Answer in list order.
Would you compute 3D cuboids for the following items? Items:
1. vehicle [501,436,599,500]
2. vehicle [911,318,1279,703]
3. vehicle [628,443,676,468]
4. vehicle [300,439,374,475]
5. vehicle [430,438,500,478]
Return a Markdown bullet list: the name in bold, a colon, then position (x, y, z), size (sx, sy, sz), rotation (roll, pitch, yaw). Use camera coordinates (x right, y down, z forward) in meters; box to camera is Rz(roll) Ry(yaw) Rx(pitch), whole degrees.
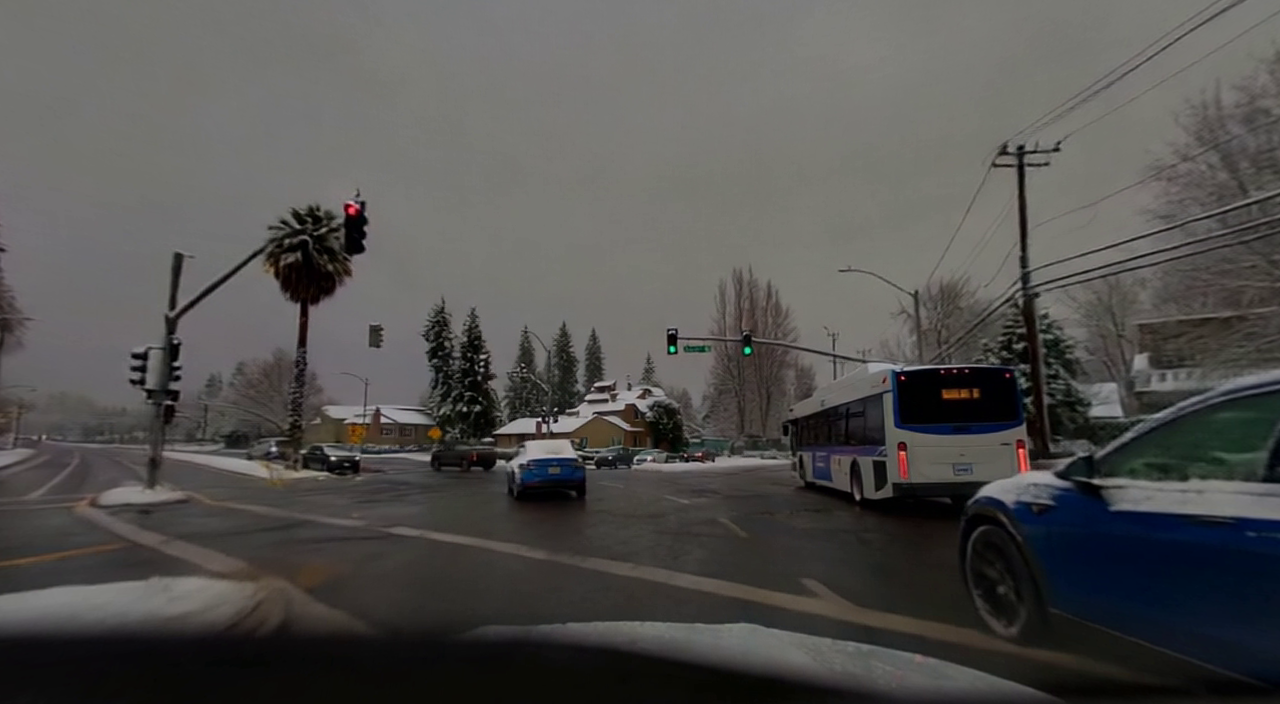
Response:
- **vehicle**: position (-2.917, 3.518, 19.585), size (2.341, 1.709, 4.466), rotation (2, -9, -16)
- **vehicle**: position (3.460, 0.827, 2.622), size (2.205, 1.803, 5.135), rotation (0, -9, -2)
- **vehicle**: position (0.990, 7.717, 47.309), size (2.122, 1.730, 5.138), rotation (-3, -9, 18)
- **vehicle**: position (-17.348, 5.962, 36.041), size (2.283, 1.878, 5.384), rotation (7, -11, -41)
- **vehicle**: position (-9.222, 5.505, 33.095), size (2.272, 1.891, 4.562), rotation (5, -10, -31)
